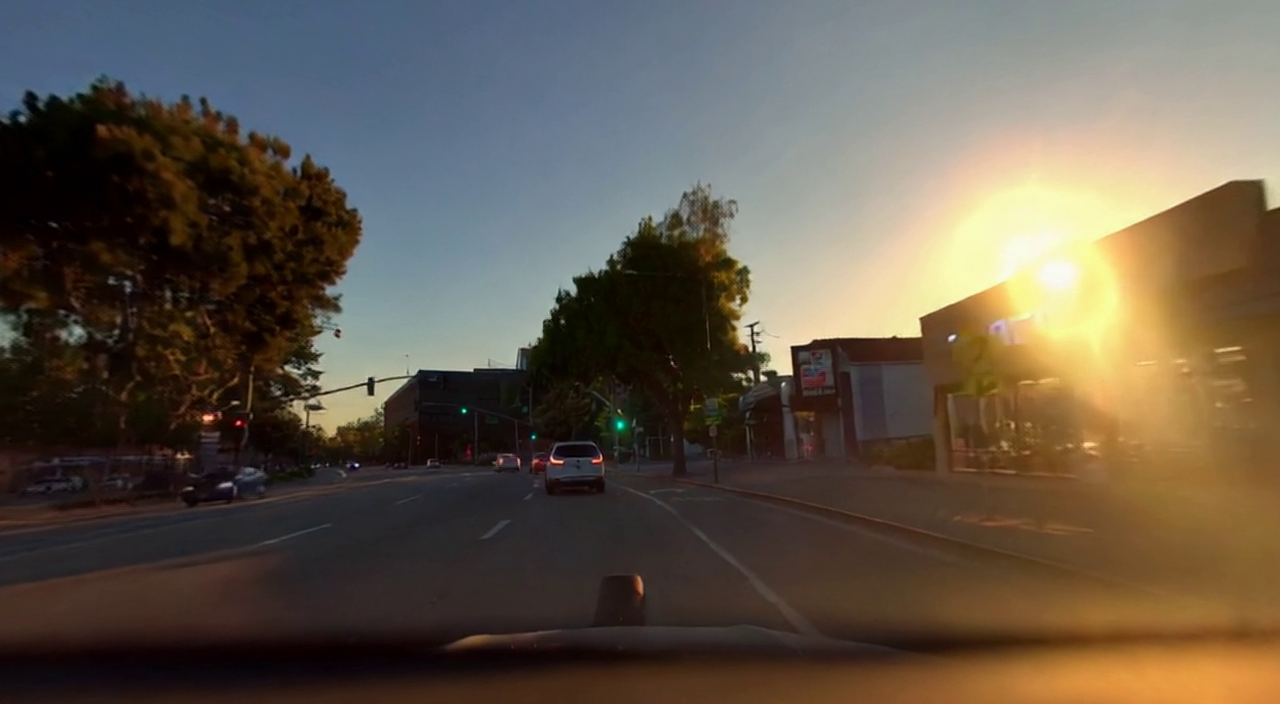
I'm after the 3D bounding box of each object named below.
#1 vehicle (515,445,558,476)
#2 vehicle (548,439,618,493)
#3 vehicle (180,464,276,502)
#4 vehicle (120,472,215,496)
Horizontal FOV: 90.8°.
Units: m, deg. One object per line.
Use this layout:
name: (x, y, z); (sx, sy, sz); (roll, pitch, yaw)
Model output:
vehicle: (-7.065, 7.283, 42.558); (2.067, 1.947, 4.628); (3, -10, -18)
vehicle: (-2.139, 4.069, 22.770); (2.227, 1.733, 3.930); (2, -9, -9)
vehicle: (-18.857, 6.002, 29.201); (2.071, 1.506, 4.604); (2, -9, -11)
vehicle: (-33.048, 9.233, 44.368); (4.804, 1.544, 2.244); (4, -10, -21)
